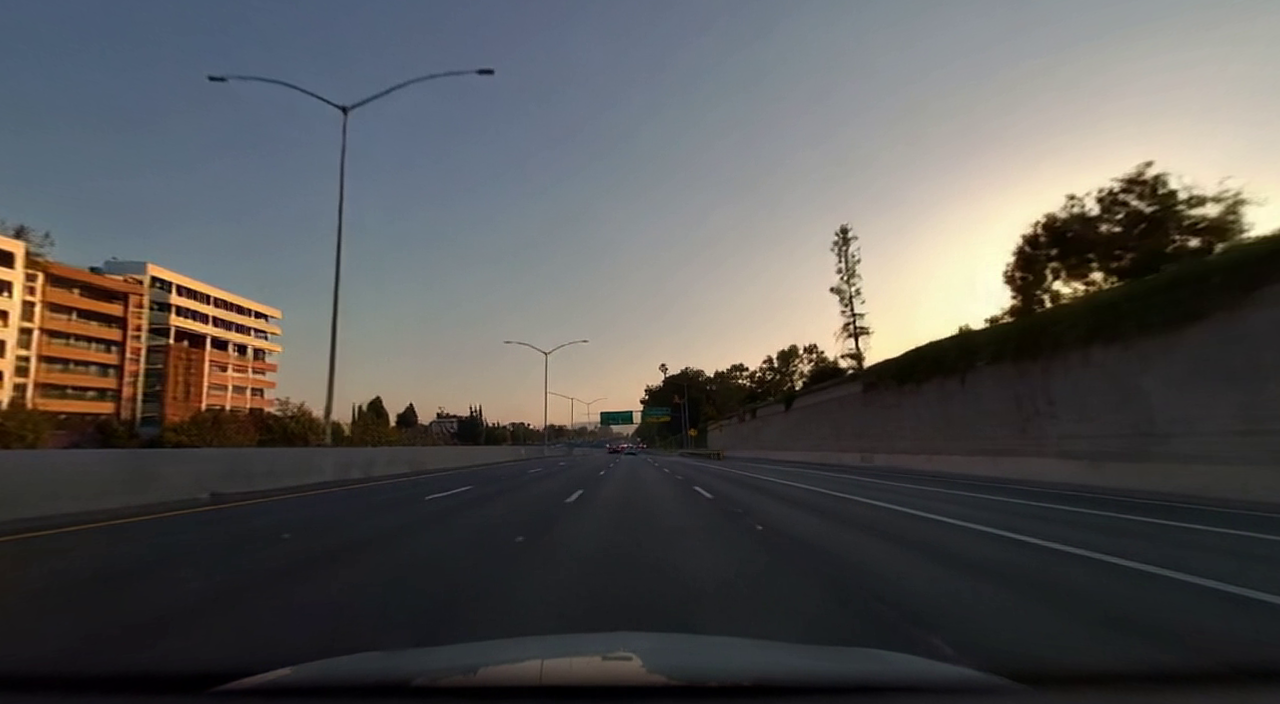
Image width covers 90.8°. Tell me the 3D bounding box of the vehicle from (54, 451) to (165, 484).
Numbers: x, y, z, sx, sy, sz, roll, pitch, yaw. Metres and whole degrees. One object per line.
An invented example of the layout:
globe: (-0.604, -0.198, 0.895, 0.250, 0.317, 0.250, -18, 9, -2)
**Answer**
vehicle: (-26.395, 5.731, 31.658, 1.797, 1.463, 4.376, 0, -9, 0)
